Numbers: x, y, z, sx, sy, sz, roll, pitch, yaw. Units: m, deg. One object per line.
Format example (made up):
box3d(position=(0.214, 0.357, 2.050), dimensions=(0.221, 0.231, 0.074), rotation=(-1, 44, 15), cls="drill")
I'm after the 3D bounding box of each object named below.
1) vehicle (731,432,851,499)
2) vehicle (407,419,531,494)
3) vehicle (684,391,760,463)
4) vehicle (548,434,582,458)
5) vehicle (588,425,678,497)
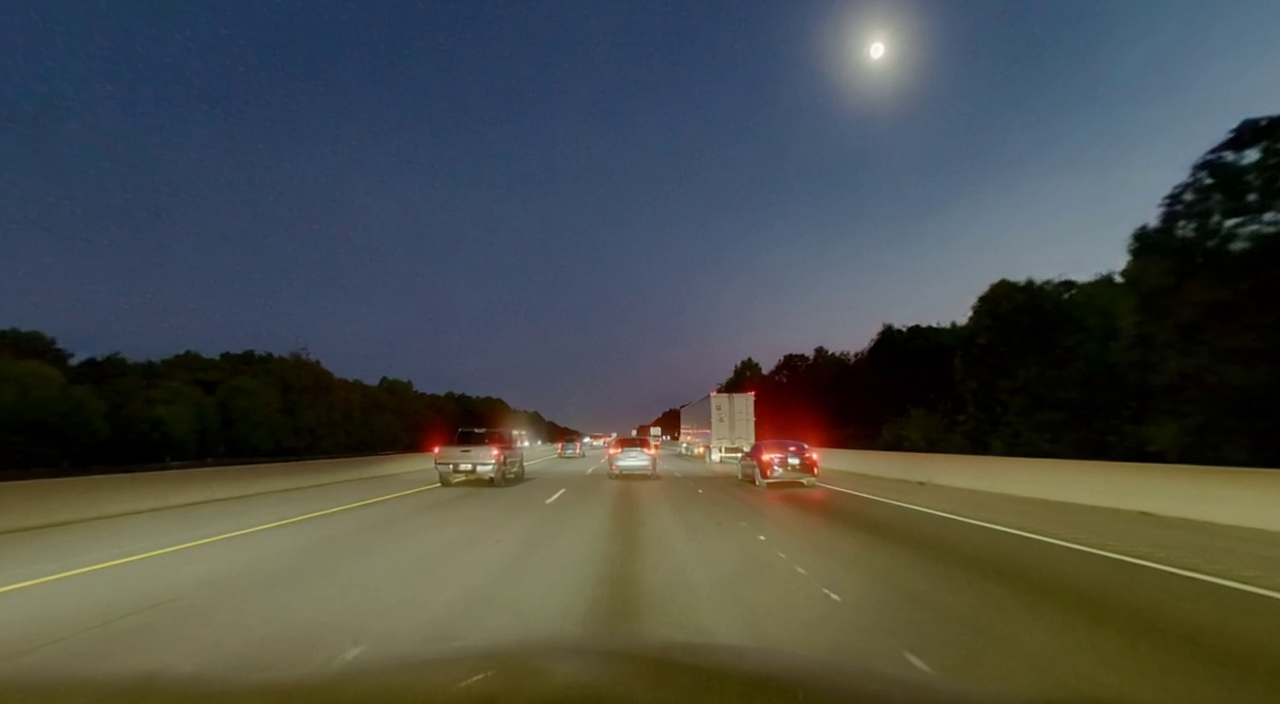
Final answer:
box3d(position=(3.670, 2.807, 16.109), dimensions=(1.951, 1.477, 3.963), rotation=(0, -8, -2), cls="vehicle")
box3d(position=(-4.533, 2.840, 17.590), dimensions=(2.101, 1.767, 4.702), rotation=(0, -8, 0), cls="vehicle")
box3d(position=(5.202, 5.236, 43.178), dimensions=(2.888, 4.135, 14.071), rotation=(0, -8, -2), cls="vehicle")
box3d(position=(-5.420, 6.885, 46.138), dimensions=(1.971, 1.648, 3.983), rotation=(0, -8, 0), cls="vehicle")
box3d(position=(-0.198, 2.781, 16.534), dimensions=(2.083, 1.647, 3.799), rotation=(0, -8, -1), cls="vehicle")
